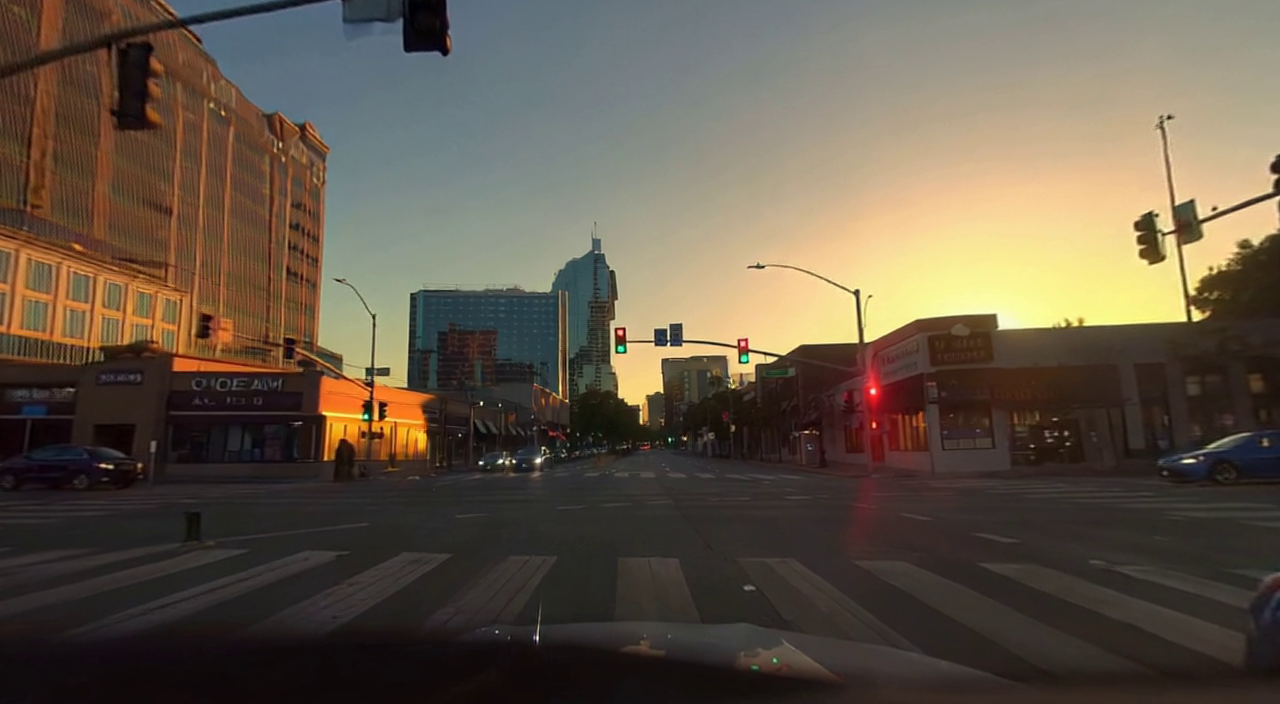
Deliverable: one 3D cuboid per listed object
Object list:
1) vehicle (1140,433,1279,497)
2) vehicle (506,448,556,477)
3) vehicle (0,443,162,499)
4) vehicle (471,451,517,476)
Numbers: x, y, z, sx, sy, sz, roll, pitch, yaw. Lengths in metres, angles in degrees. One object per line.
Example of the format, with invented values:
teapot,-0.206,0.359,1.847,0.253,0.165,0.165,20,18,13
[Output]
vehicle,15.463,2.724,15.425,4.651,1.463,1.880,-2,-9,9
vehicle,-6.705,6.836,39.451,2.181,1.703,4.512,-1,-9,2
vehicle,-21.102,4.365,23.511,5.161,1.910,2.275,-2,-9,11
vehicle,-9.771,7.476,42.544,2.106,1.505,4.228,0,-9,0
